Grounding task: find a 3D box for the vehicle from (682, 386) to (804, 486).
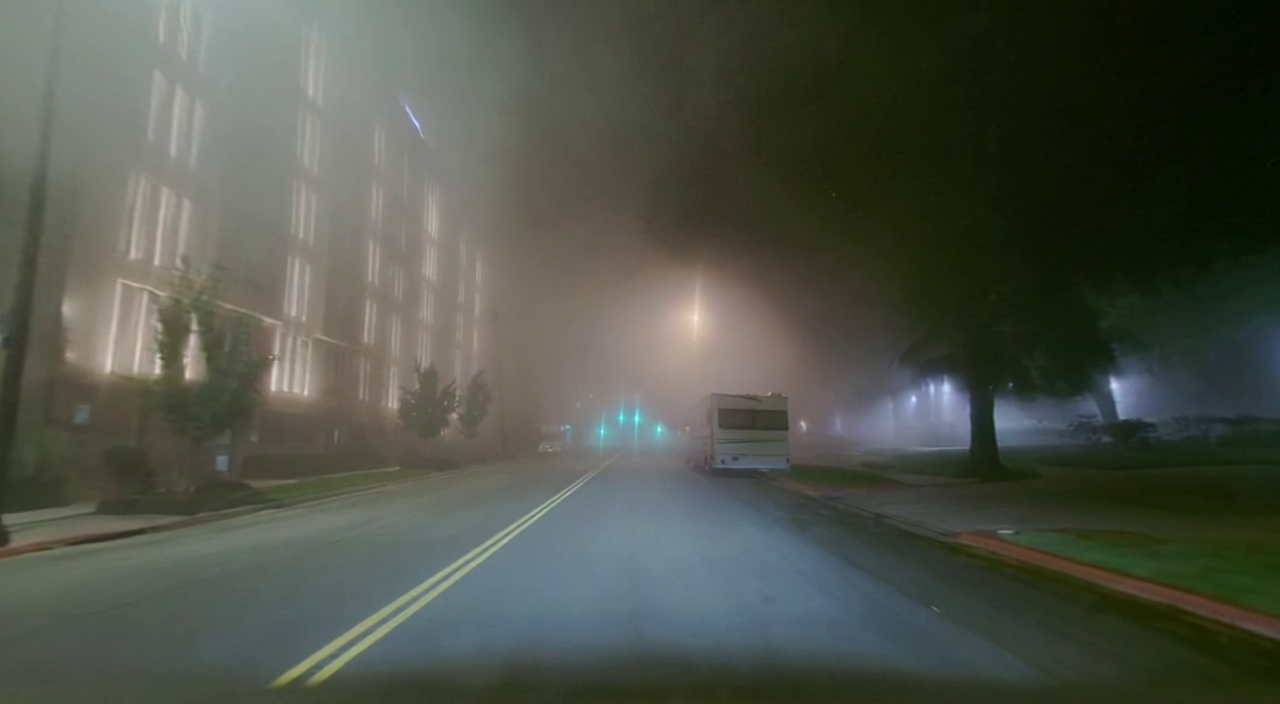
[{"bbox_3d":[3.611,3.222,24.567,3.074,3.099,8.805,1,-7,-1],"label":"vehicle"}]
